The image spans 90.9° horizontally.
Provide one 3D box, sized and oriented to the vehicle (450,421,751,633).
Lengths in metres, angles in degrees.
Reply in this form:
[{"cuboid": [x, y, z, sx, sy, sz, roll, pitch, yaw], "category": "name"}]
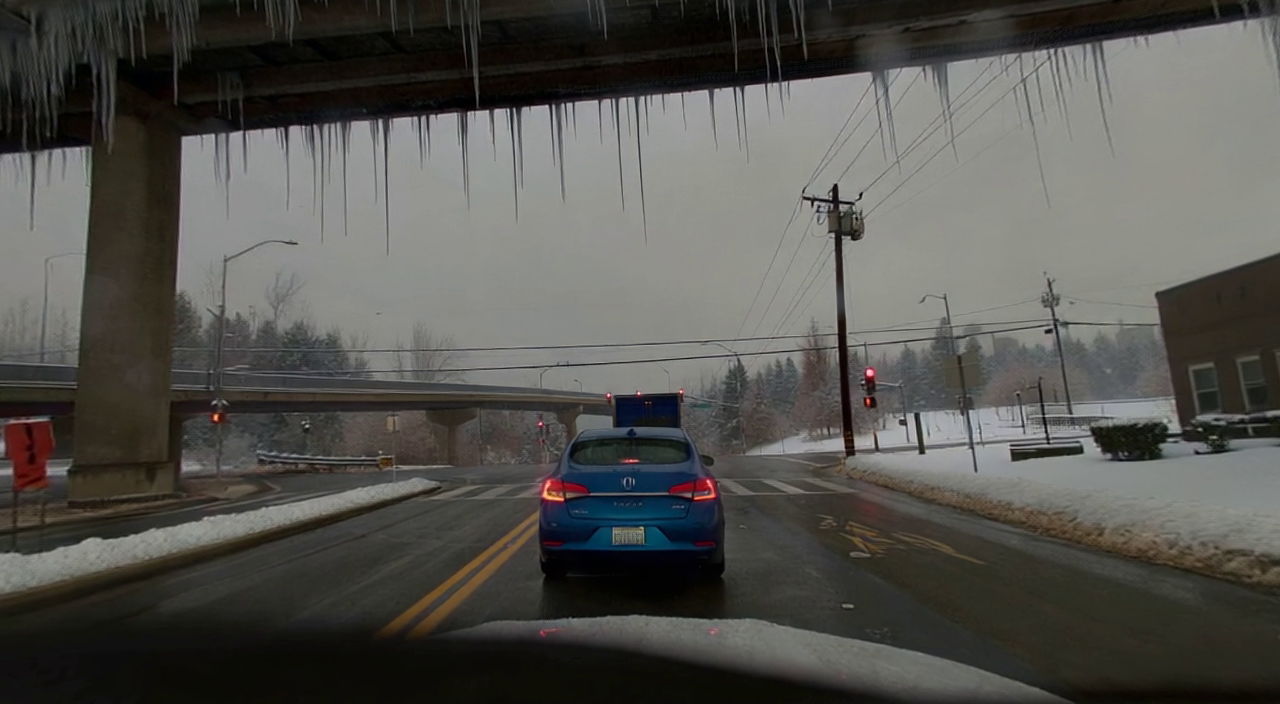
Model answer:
[{"cuboid": [-0.241, 1.529, 6.473, 2.090, 1.458, 4.033, -1, -9, 1], "category": "vehicle"}]
